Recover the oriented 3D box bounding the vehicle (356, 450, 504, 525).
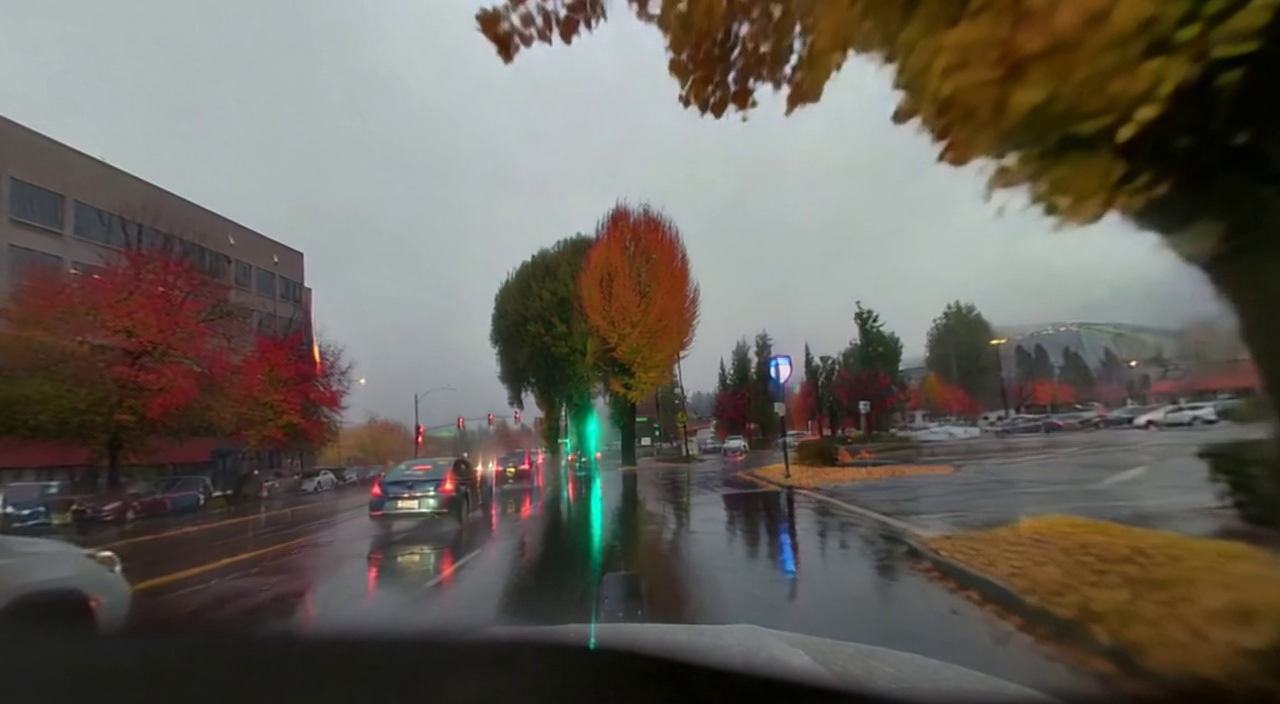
[{"bbox_3d":[-4.877,3.205,15.626,2.090,1.506,5.326,1,-9,-3],"label":"vehicle"}]

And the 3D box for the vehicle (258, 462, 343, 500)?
[{"bbox_3d":[-16.343,6.199,30.582,2.026,1.615,4.324,1,-9,-6],"label":"vehicle"}]

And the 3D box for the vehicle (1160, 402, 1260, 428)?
[{"bbox_3d":[42.301,4.735,46.875,5.280,1.764,2.026,-6,-12,41],"label":"vehicle"}]

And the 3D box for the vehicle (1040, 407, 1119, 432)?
[{"bbox_3d":[34.147,5.269,48.963,4.653,1.696,2.110,-9,-10,41],"label":"vehicle"}]

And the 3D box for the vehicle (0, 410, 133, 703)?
[{"bbox_3d":[-4.366,0.903,1.757,2.085,1.663,4.513,0,-9,0],"label":"vehicle"}]

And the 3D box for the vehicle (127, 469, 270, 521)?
[{"bbox_3d":[-15.630,5.049,22.658,2.010,1.530,4.534,1,-9,-3],"label":"vehicle"}]

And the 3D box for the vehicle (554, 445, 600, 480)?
[{"bbox_3d":[-3.343,5.714,32.828,2.144,1.704,4.028,2,-9,-9],"label":"vehicle"}]

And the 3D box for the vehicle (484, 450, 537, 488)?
[{"bbox_3d":[-5.811,5.283,28.696,1.974,1.549,4.603,2,-9,-7],"label":"vehicle"}]
